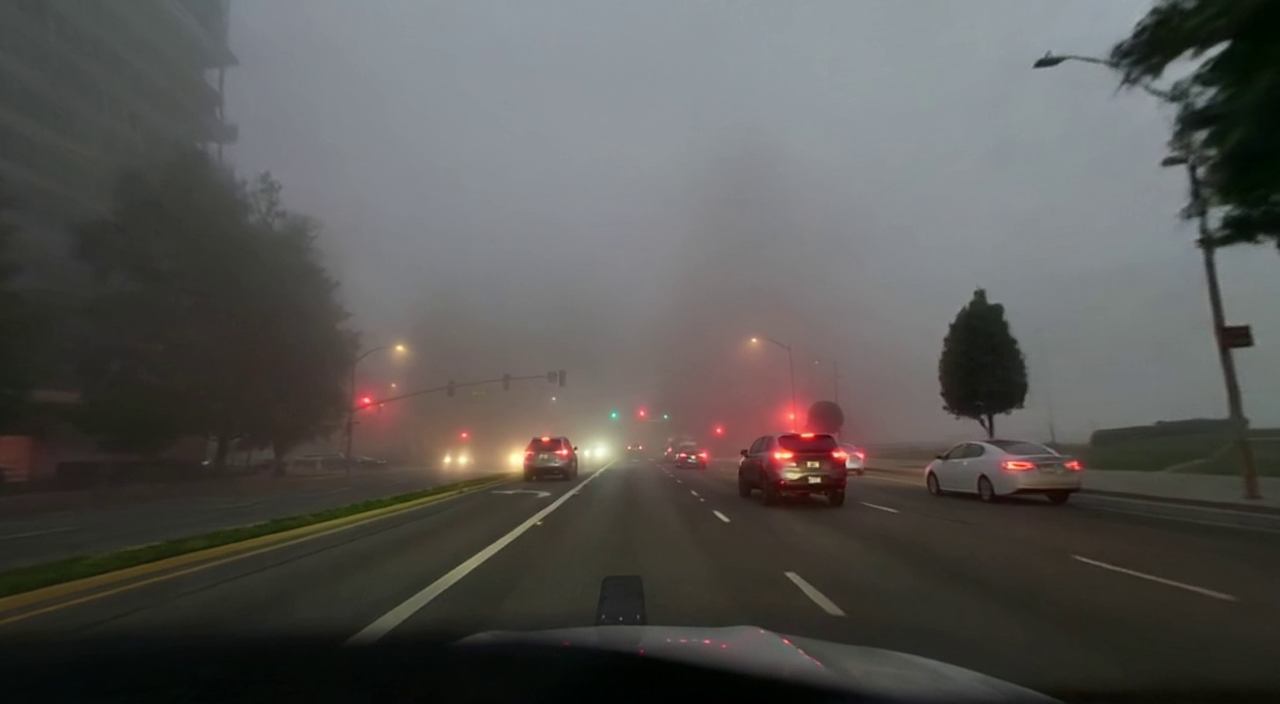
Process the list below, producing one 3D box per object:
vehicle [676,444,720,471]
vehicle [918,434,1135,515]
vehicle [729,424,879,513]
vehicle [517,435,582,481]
[{"bbox_3d":[3.330,6.147,37.137,2.054,1.473,4.511,0,-8,-2],"label":"vehicle"},{"bbox_3d":[8.429,2.695,14.461,1.944,1.503,4.723,0,-8,0],"label":"vehicle"},{"bbox_3d":[3.603,2.679,14.989,2.152,1.742,4.704,0,-8,-2],"label":"vehicle"},{"bbox_3d":[-3.741,4.472,26.883,2.155,1.797,3.989,-1,-8,0],"label":"vehicle"}]
